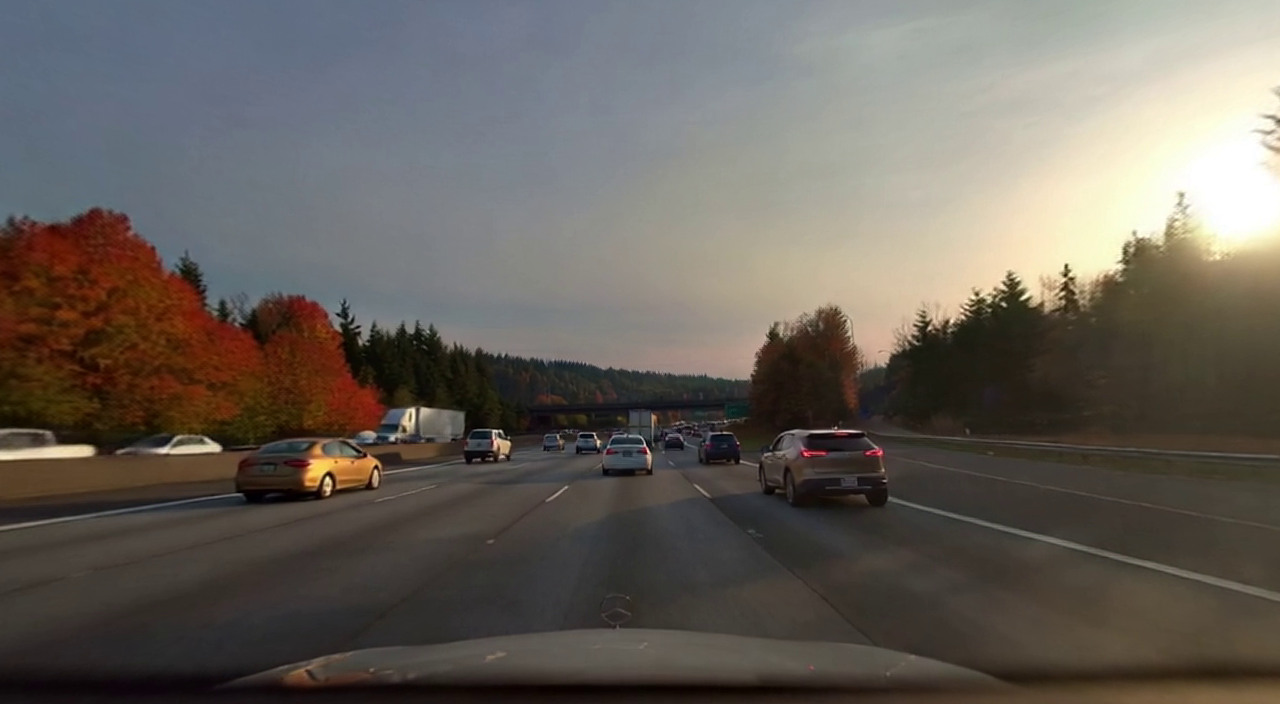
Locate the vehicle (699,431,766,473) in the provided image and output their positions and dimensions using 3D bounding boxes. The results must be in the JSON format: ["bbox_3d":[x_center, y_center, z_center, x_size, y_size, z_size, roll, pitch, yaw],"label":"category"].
[{"bbox_3d":[3.595,3.974,25.270,1.972,1.516,4.514,0,-8,0],"label":"vehicle"}]

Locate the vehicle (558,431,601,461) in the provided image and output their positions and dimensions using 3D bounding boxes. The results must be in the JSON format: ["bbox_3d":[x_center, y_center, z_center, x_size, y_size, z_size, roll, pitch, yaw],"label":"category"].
[{"bbox_3d":[-3.589,5.650,37.996,2.064,1.672,4.277,0,-8,1],"label":"vehicle"}]

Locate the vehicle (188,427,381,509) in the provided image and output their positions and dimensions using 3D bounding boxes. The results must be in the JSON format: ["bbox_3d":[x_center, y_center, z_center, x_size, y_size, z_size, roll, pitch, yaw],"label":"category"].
[{"bbox_3d":[-7.509,2.445,13.839,1.934,1.526,3.966,0,-8,0],"label":"vehicle"}]

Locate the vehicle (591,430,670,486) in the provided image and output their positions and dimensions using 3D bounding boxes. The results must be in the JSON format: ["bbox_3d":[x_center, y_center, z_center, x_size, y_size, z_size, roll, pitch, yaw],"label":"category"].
[{"bbox_3d":[-0.287,3.136,19.078,2.111,1.494,4.364,0,-8,-1],"label":"vehicle"}]

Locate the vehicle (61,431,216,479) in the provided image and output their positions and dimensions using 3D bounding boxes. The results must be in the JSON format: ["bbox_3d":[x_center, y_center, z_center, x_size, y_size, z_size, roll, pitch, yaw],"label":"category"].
[{"bbox_3d":[-18.991,3.901,24.173,2.026,1.629,4.766,0,-8,0],"label":"vehicle"}]

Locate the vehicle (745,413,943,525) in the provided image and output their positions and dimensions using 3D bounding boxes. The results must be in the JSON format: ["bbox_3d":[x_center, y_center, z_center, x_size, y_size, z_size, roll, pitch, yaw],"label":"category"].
[{"bbox_3d":[3.402,2.037,11.561,2.095,1.650,4.331,0,-8,-1],"label":"vehicle"}]

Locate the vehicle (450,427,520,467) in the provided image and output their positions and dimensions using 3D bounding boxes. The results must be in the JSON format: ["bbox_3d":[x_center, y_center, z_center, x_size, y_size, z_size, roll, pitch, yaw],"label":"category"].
[{"bbox_3d":[-7.489,4.621,30.916,2.117,1.779,4.745,0,-8,1],"label":"vehicle"}]
